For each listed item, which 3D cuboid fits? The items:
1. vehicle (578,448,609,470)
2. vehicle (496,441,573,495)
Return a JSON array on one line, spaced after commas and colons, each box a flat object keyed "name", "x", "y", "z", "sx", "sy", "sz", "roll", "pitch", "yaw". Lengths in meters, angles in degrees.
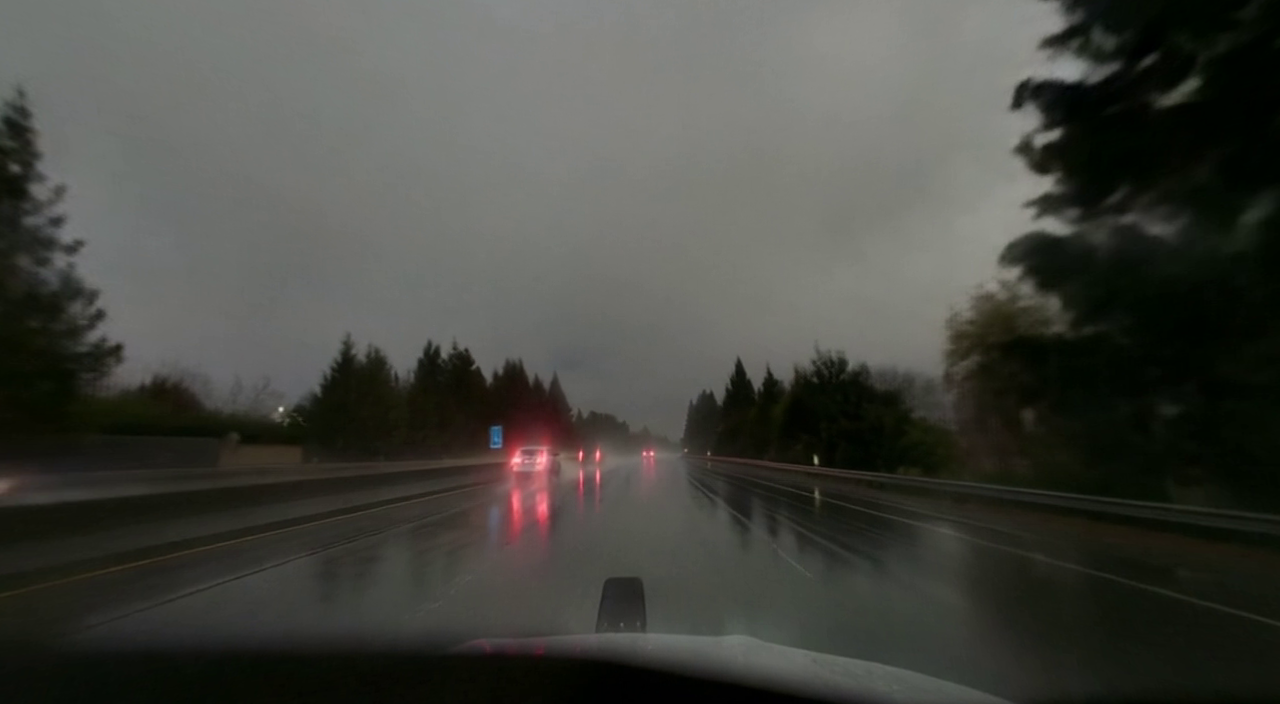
[{"name": "vehicle", "x": -3.473, "y": 8.130, "z": 47.997, "sx": 1.996, "sy": 1.565, "sz": 4.159, "roll": 0, "pitch": -9, "yaw": 1}, {"name": "vehicle", "x": -3.425, "y": 3.865, "z": 21.325, "sx": 1.846, "sy": 1.600, "sz": 4.108, "roll": 0, "pitch": -9, "yaw": 1}]
